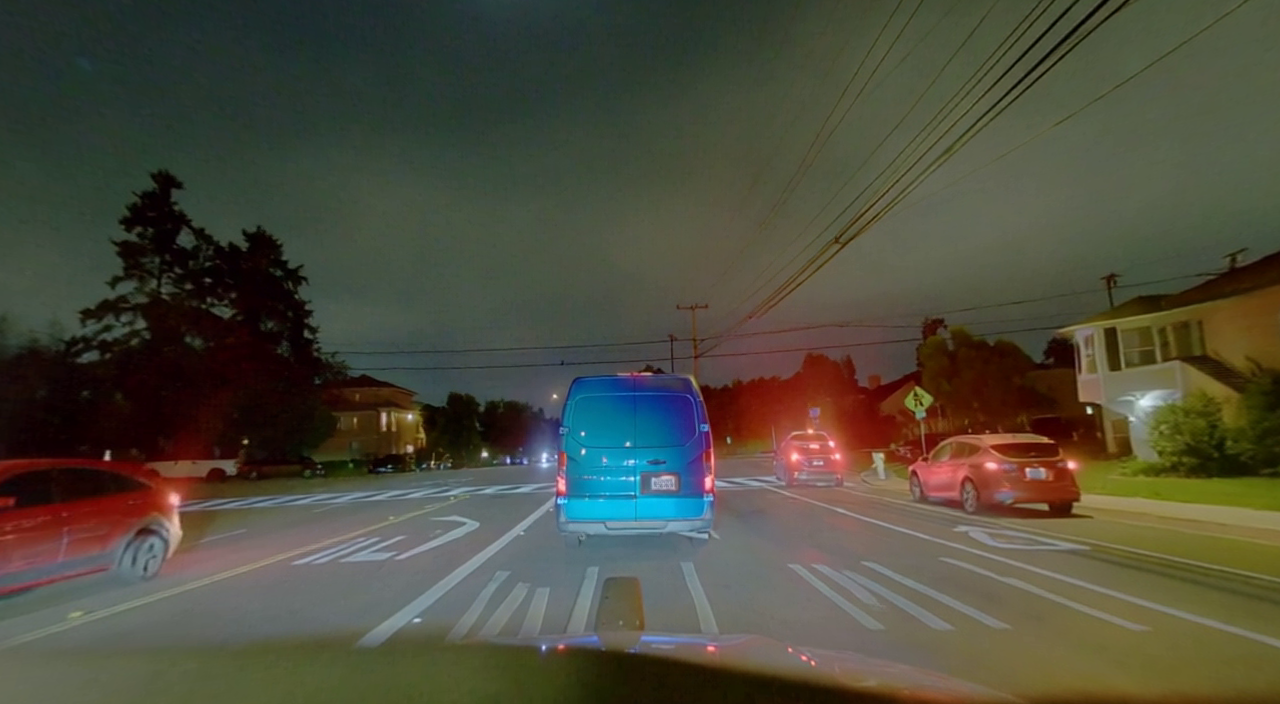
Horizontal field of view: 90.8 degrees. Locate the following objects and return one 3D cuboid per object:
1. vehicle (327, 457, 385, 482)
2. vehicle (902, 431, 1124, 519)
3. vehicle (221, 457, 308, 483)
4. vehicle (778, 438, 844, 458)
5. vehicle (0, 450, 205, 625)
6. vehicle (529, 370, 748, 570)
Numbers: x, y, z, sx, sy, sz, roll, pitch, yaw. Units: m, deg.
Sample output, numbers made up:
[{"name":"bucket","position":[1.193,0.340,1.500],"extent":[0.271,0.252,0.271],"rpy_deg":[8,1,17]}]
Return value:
[{"name":"vehicle","position":[-18.333,7.616,41.035],"extent":[1.816,1.445,4.120],"rpy_deg":[0,-9,0]},{"name":"vehicle","position":[7.350,2.444,13.074],"extent":[1.883,1.504,4.220],"rpy_deg":[0,-9,-2]},{"name":"vehicle","position":[-27.249,8.552,45.961],"extent":[4.972,1.776,2.057],"rpy_deg":[0,-9,-1]},{"name":"vehicle","position":[12.964,7.304,48.144],"extent":[4.483,1.463,1.805],"rpy_deg":[0,-9,-1]},{"name":"vehicle","position":[-7.415,1.980,7.088],"extent":[1.997,1.724,4.417],"rpy_deg":[0,-9,-2]},{"name":"vehicle","position":[-0.094,1.616,9.289],"extent":[2.342,2.142,4.809],"rpy_deg":[0,-9,-2]}]
